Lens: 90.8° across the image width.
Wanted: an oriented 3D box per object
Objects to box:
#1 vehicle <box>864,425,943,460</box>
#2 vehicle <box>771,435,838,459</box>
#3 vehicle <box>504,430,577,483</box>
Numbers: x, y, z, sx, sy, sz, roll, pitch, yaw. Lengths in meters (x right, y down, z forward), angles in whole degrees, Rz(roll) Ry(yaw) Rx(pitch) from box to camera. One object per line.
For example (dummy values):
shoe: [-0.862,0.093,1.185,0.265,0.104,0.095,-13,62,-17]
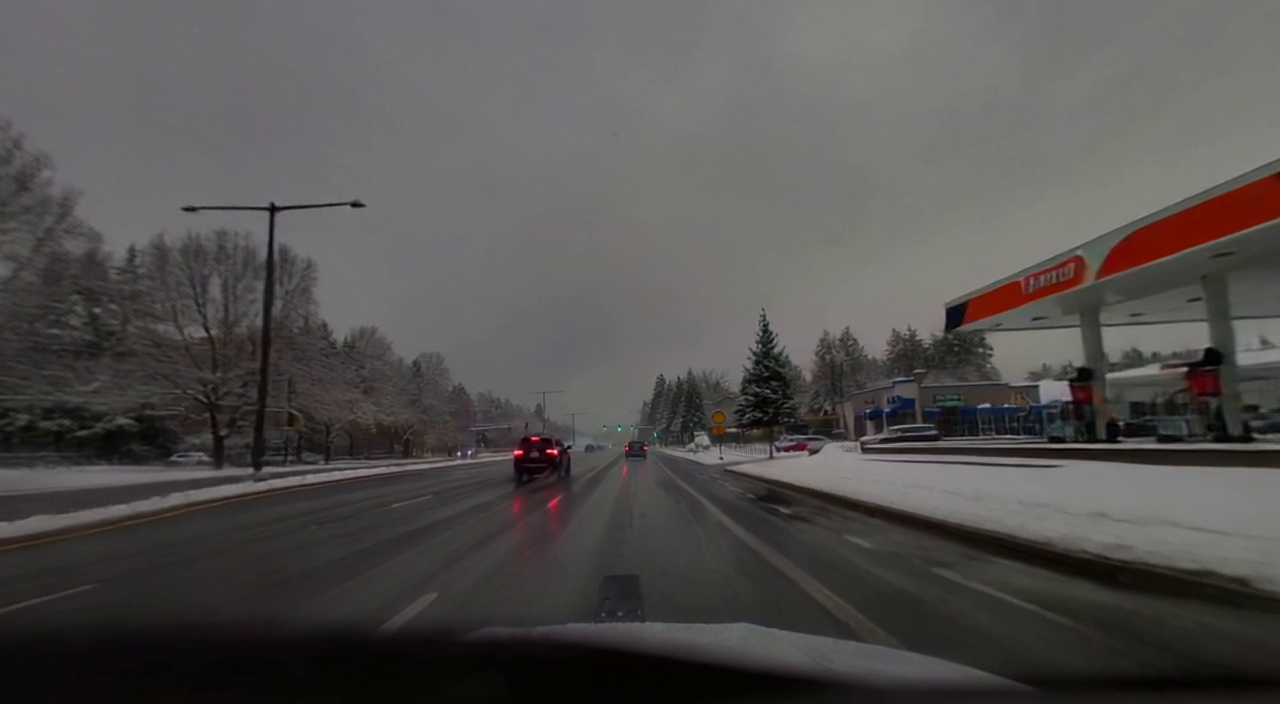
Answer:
vehicle: [14.373,5.009,34.854,2.041,1.793,5.054,0,-9,-1]
vehicle: [12.875,7.439,49.711,4.612,1.491,2.061,-4,-8,2]
vehicle: [-3.566,3.849,23.550,1.985,1.772,4.479,0,-8,0]
